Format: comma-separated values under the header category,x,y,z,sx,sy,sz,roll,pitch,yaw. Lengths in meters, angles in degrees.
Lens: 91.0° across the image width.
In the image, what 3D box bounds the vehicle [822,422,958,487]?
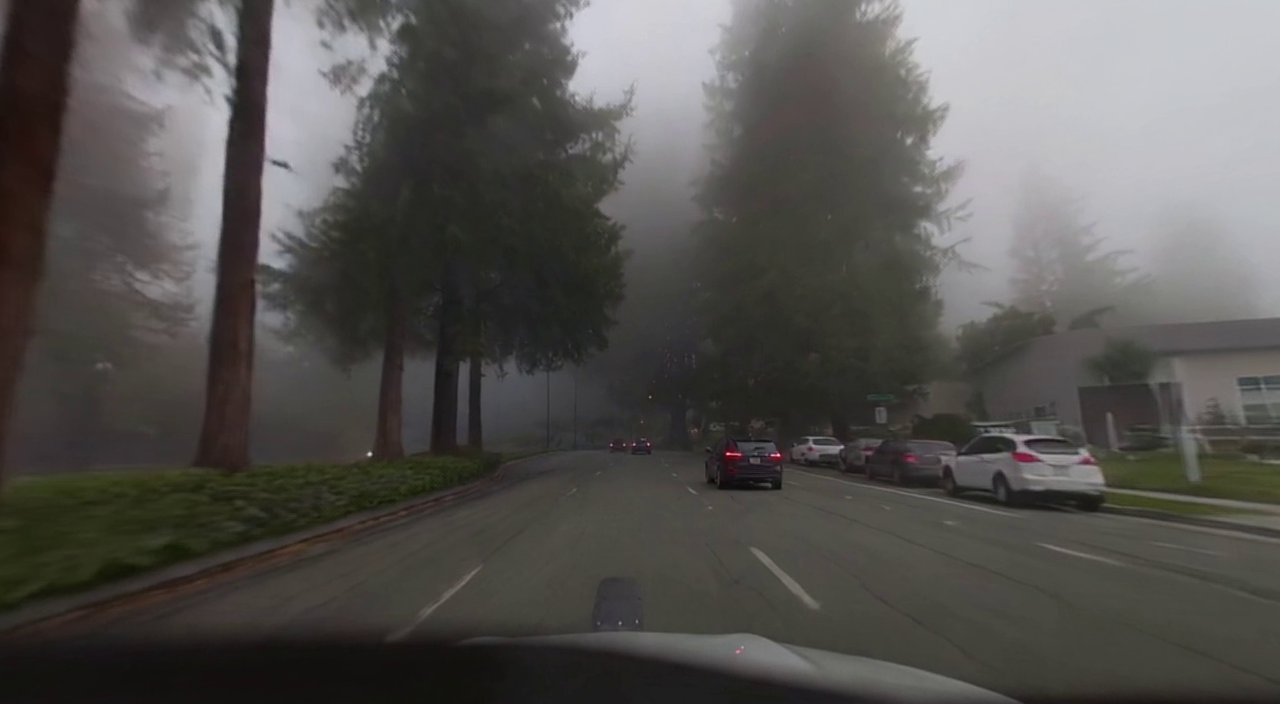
category,x,y,z,sx,sy,sz,roll,pitch,yaw
vehicle,7.668,3.219,19.988,2.174,1.788,4.954,0,-8,-1

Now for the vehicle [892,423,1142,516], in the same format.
category,x,y,z,sx,sy,sz,roll,pitch,yaw
vehicle,7.484,2.381,13.334,2.068,1.558,5.058,0,-8,-1

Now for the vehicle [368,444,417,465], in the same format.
category,x,y,z,sx,sy,sz,roll,pitch,yaw
vehicle,-18.309,7.559,46.731,1.836,1.454,4.507,0,-8,0

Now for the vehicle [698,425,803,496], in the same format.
category,x,y,z,sx,sy,sz,roll,pitch,yaw
vehicle,2.812,2.883,17.036,2.022,1.656,4.025,0,-8,-1
